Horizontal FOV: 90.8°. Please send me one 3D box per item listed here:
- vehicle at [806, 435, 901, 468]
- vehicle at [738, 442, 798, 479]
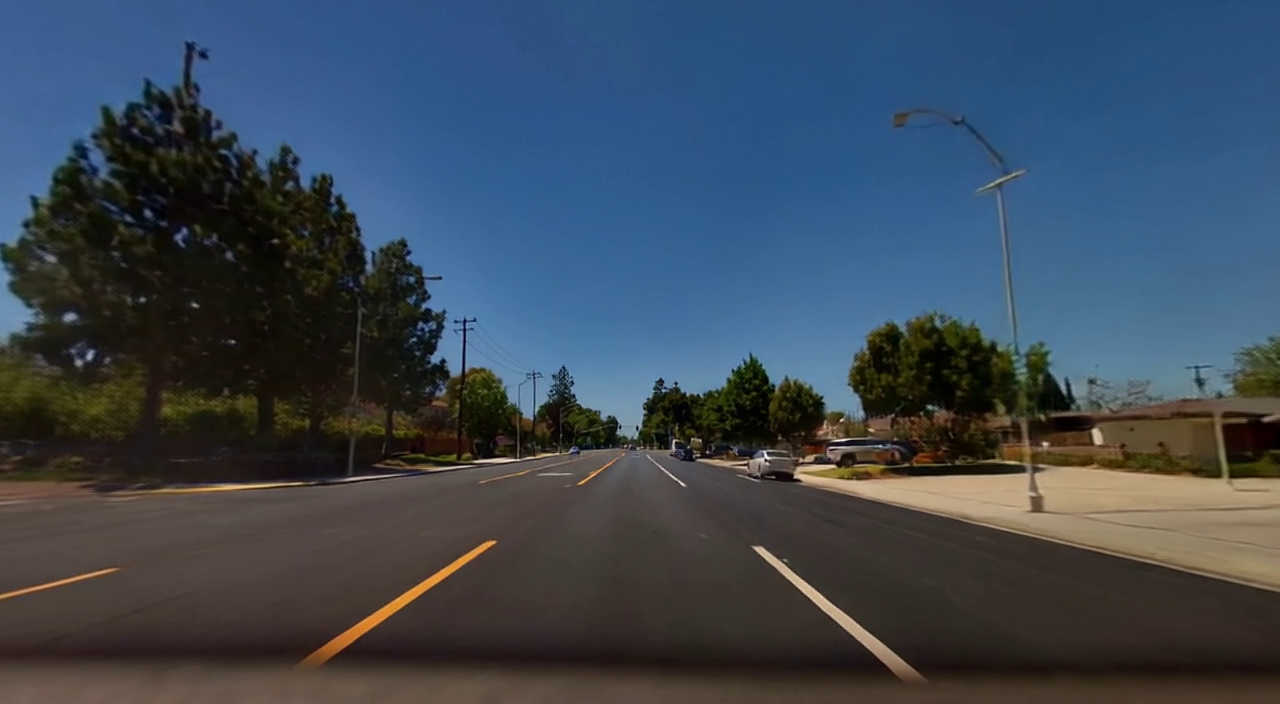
[{"bbox_3d":[12.922,6.051,38.440,5.037,1.925,2.021,-1,-9,3],"label":"vehicle"},{"bbox_3d":[6.637,5.653,33.241,2.043,1.747,4.680,0,-9,-2],"label":"vehicle"}]
